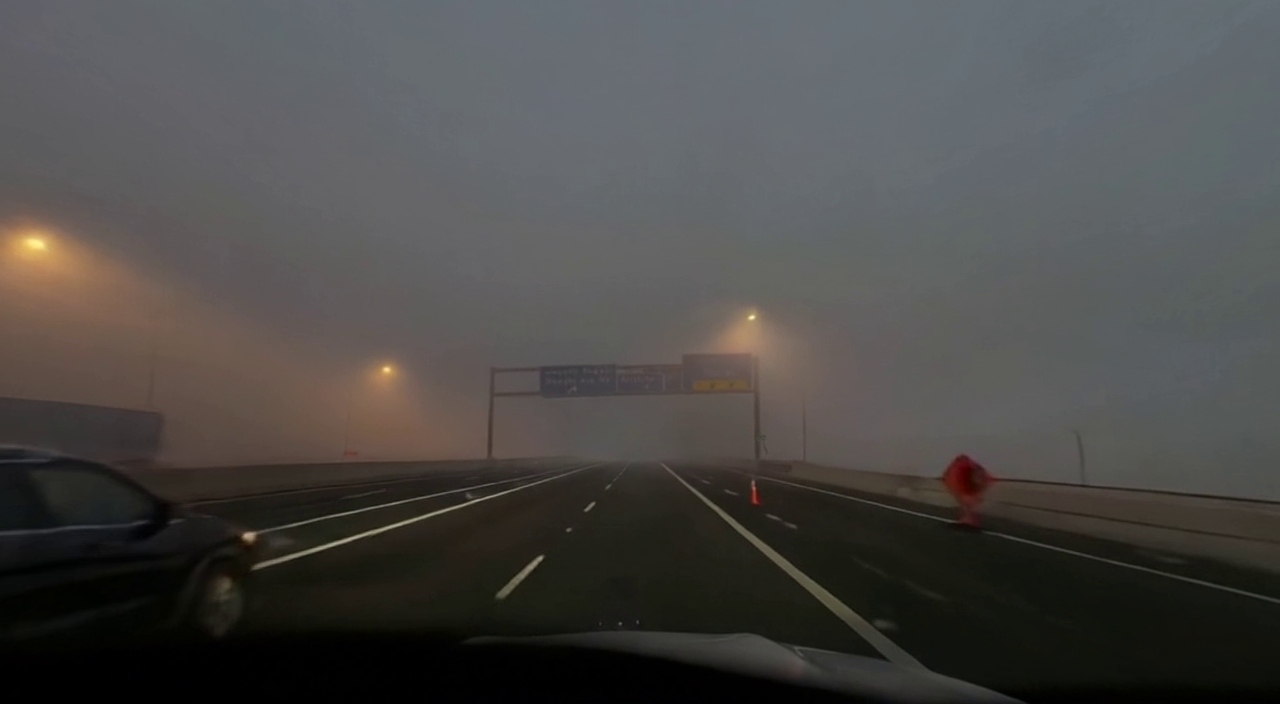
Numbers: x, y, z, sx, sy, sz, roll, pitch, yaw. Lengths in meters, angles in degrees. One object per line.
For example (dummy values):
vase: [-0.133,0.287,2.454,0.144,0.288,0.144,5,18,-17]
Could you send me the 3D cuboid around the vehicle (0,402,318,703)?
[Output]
vehicle: [-3.904,1.039,2.996,2.069,1.560,5.018,0,-9,0]
